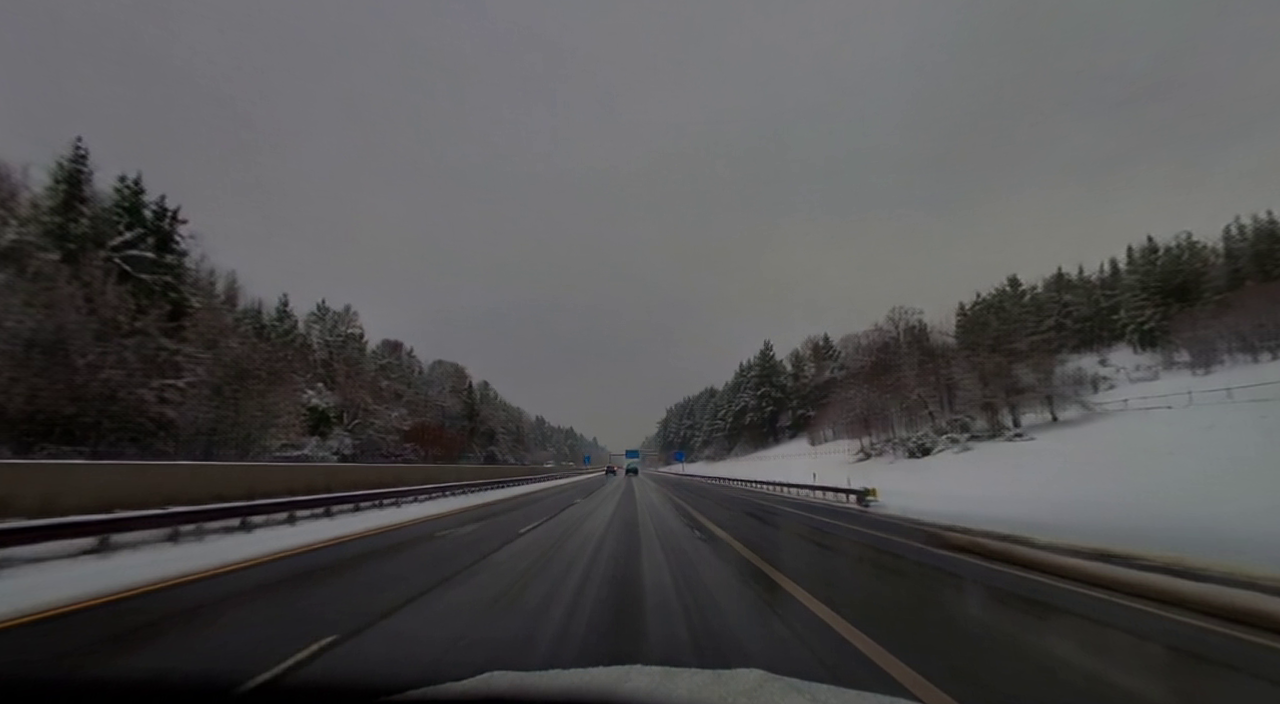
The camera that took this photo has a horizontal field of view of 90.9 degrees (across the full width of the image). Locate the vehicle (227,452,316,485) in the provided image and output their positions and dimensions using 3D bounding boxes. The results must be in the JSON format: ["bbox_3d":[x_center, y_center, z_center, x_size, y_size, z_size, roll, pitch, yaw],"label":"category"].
[{"bbox_3d":[-17.342,5.529,29.893,1.941,1.438,3.725,1,-10,-1],"label":"vehicle"}]
